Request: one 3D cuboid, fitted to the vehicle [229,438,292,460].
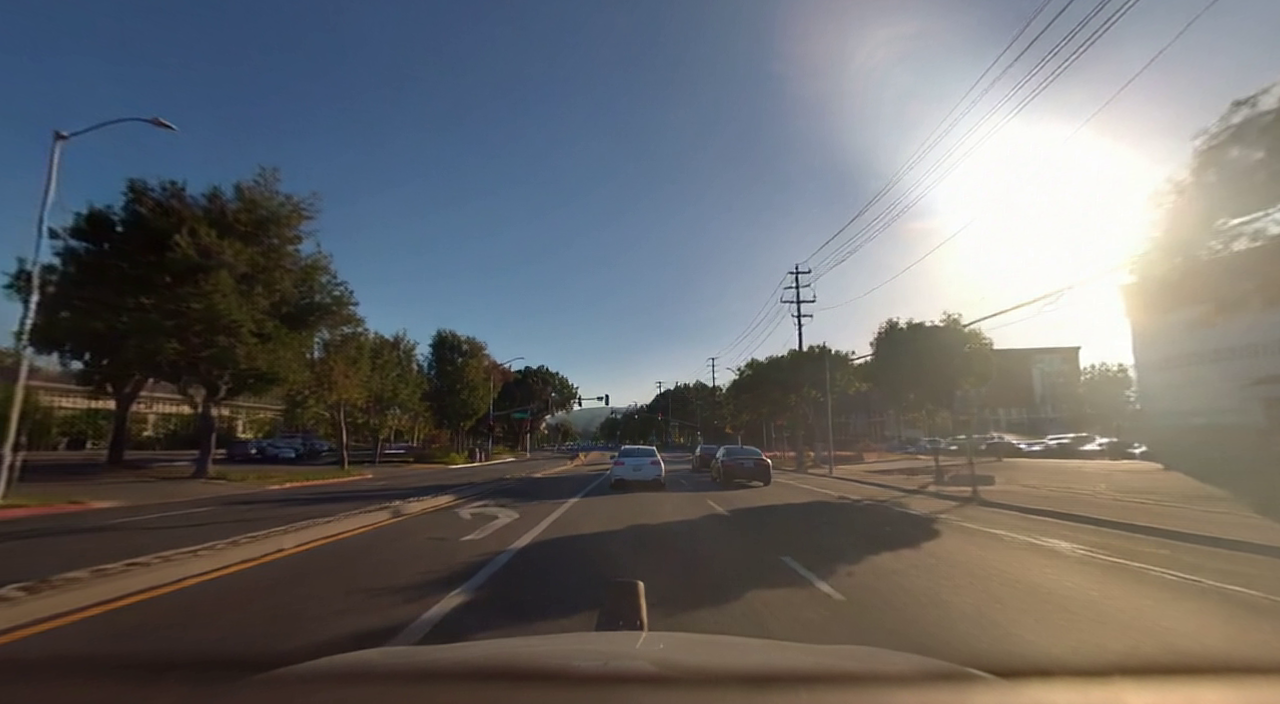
[{"bbox_3d":[-28.342,7.268,47.158,1.908,1.553,4.979,1,-8,-4],"label":"vehicle"}]

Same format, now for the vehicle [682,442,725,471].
[{"bbox_3d":[3.752,6.260,38.018,2.094,1.652,4.340,0,-8,-1],"label":"vehicle"}]

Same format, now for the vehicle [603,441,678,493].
[{"bbox_3d":[-0.038,3.602,20.138,2.144,1.473,4.028,0,-8,-1],"label":"vehicle"}]

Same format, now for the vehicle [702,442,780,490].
[{"bbox_3d":[3.362,3.864,21.694,1.985,1.489,4.036,0,-8,-1],"label":"vehicle"}]
